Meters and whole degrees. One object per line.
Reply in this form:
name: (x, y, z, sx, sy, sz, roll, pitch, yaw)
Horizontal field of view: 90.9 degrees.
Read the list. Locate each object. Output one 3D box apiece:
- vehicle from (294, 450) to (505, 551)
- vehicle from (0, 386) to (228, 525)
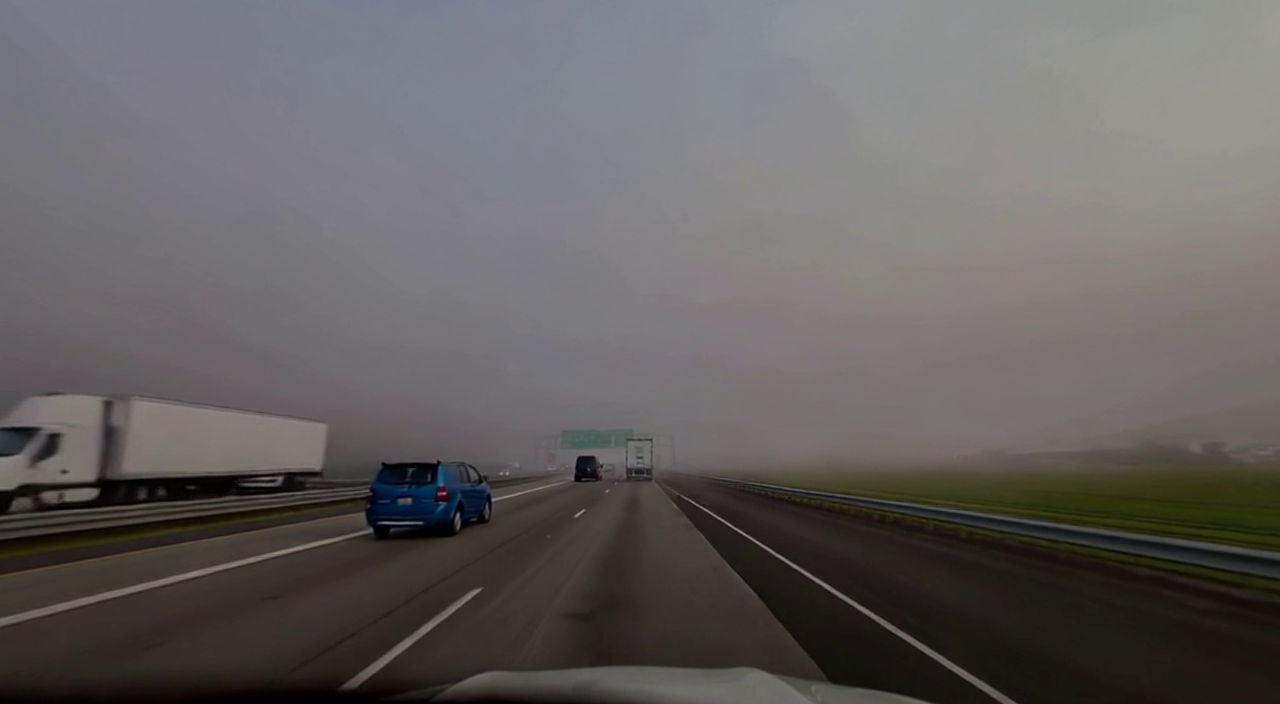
vehicle: (-4.108, 2.652, 11.803, 2.090, 1.462, 4.603, 1, -10, 0)
vehicle: (-16.948, 3.374, 20.355, 2.950, 3.771, 5.944, 1, -10, 0)
